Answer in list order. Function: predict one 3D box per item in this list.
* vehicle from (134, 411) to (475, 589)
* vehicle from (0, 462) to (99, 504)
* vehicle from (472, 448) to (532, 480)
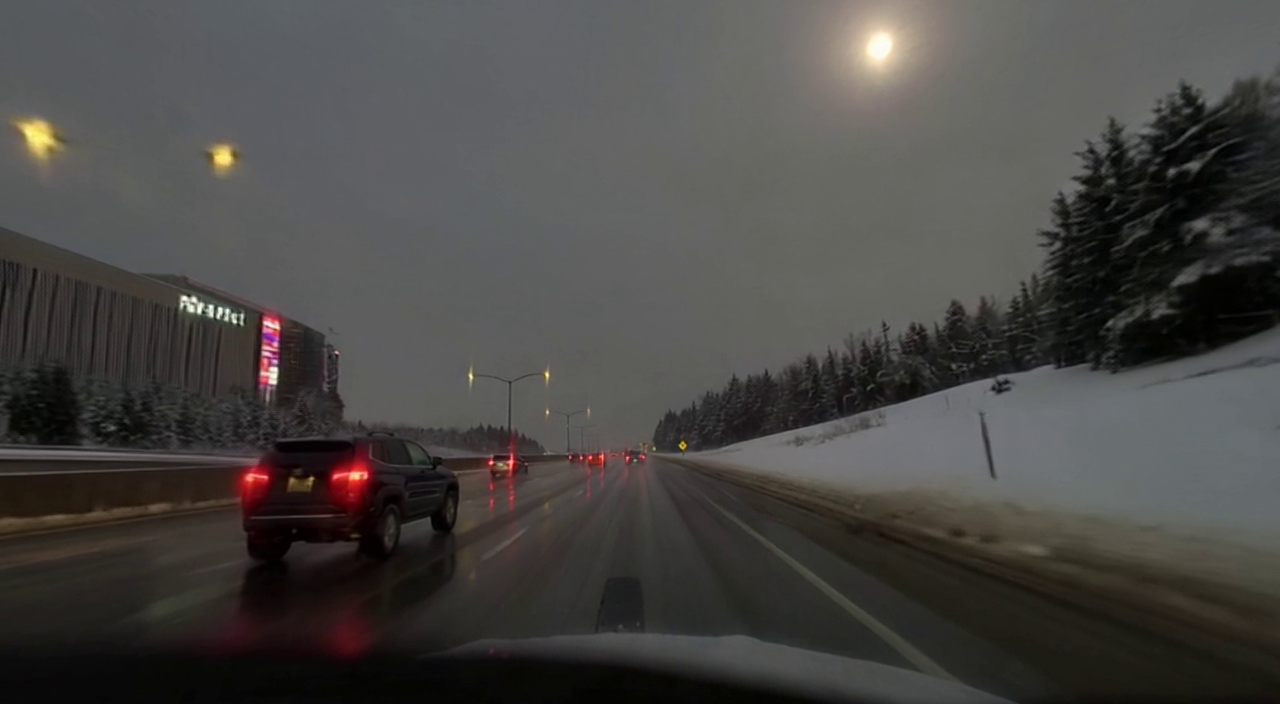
[{"bbox_3d":[-3.910,1.804,8.519,2.059,1.725,4.521,0,-9,1],"label":"vehicle"},{"bbox_3d":[-27.936,5.899,28.710,2.250,1.663,4.719,0,-9,1],"label":"vehicle"},{"bbox_3d":[-7.174,5.860,33.382,1.998,1.542,4.953,0,-9,1],"label":"vehicle"}]
